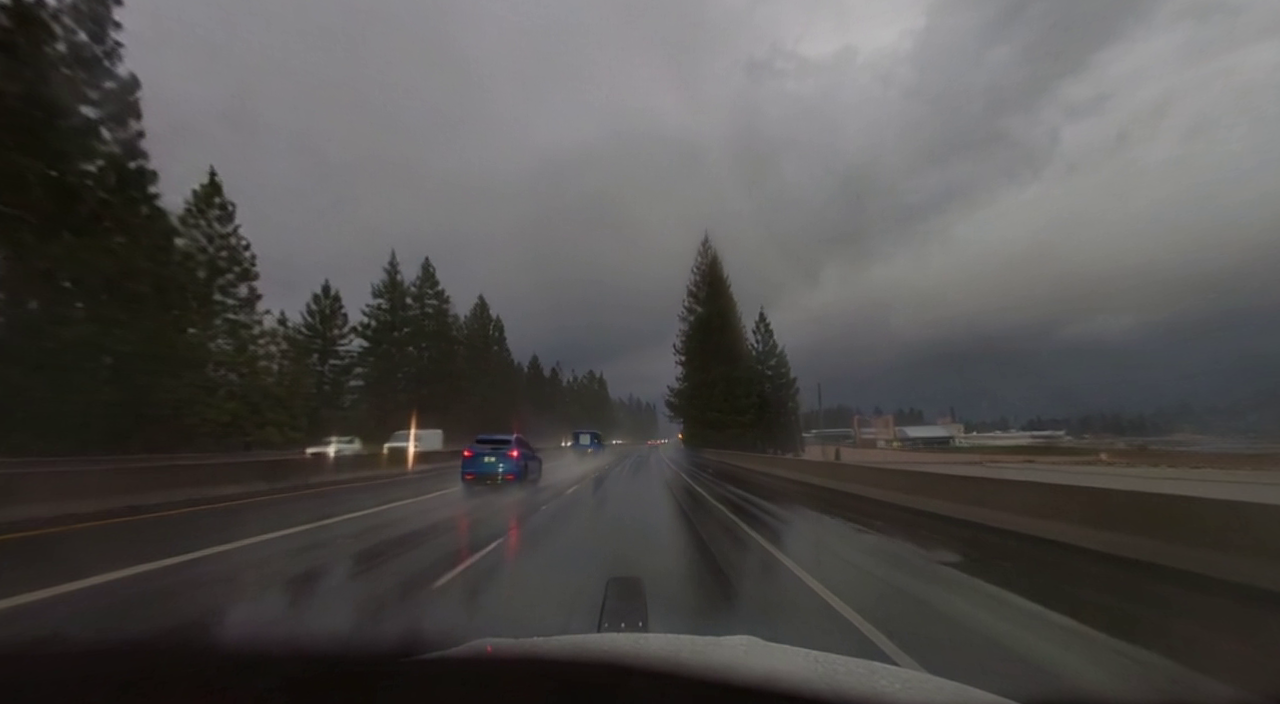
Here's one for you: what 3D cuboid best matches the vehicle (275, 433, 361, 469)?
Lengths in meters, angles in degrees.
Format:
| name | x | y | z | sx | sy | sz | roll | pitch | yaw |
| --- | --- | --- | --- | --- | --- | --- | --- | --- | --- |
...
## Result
| name | x | y | z | sx | sy | sz | roll | pitch | yaw |
| --- | --- | --- | --- | --- | --- | --- | --- | --- | --- |
| vehicle | -17.146 | 5.303 | 33.714 | 2.072 | 1.769 | 4.653 | 0 | -8 | 1 |

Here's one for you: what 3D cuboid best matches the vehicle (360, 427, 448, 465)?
| name | x | y | z | sx | sy | sz | roll | pitch | yaw |
| --- | --- | --- | --- | --- | --- | --- | --- | --- | --- |
| vehicle | -12.736 | 5.144 | 34.427 | 2.332 | 1.841 | 5.962 | 0 | -8 | 2 |

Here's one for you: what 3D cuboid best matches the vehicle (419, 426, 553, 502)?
| name | x | y | z | sx | sy | sz | roll | pitch | yaw |
| --- | --- | --- | --- | --- | --- | --- | --- | --- | --- |
| vehicle | -3.612 | 2.733 | 15.770 | 2.053 | 1.589 | 4.671 | 0 | -8 | 2 |

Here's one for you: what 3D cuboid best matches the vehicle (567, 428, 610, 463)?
| name | x | y | z | sx | sy | sz | roll | pitch | yaw |
| --- | --- | --- | --- | --- | --- | --- | --- | --- | --- |
| vehicle | -3.262 | 6.040 | 40.690 | 2.241 | 2.095 | 4.985 | 0 | -8 | 2 |
